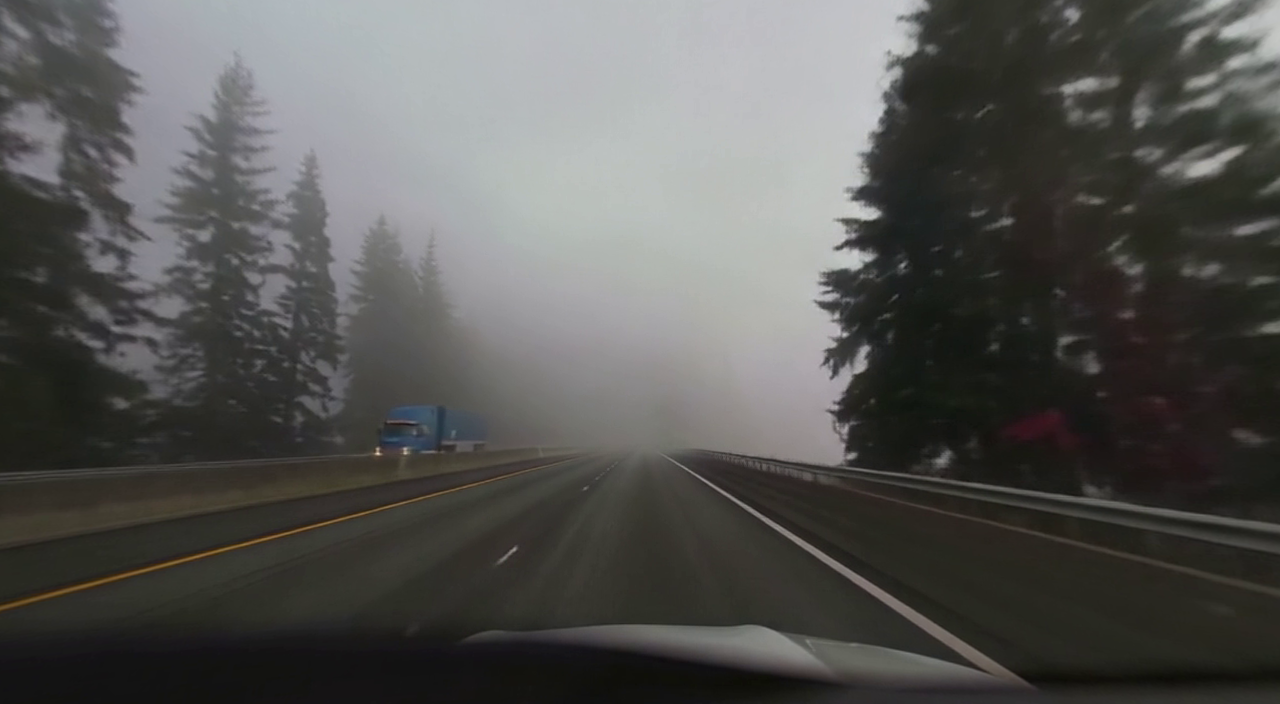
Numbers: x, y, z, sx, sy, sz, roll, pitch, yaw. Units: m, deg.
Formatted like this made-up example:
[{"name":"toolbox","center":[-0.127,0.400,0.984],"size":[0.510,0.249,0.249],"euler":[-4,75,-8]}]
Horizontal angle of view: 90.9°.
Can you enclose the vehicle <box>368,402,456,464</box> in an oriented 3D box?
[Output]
[{"name":"vehicle","center":[-17.106,6.224,48.112],"size":[3.317,4.278,8.478],"euler":[0,-8,1]}]
